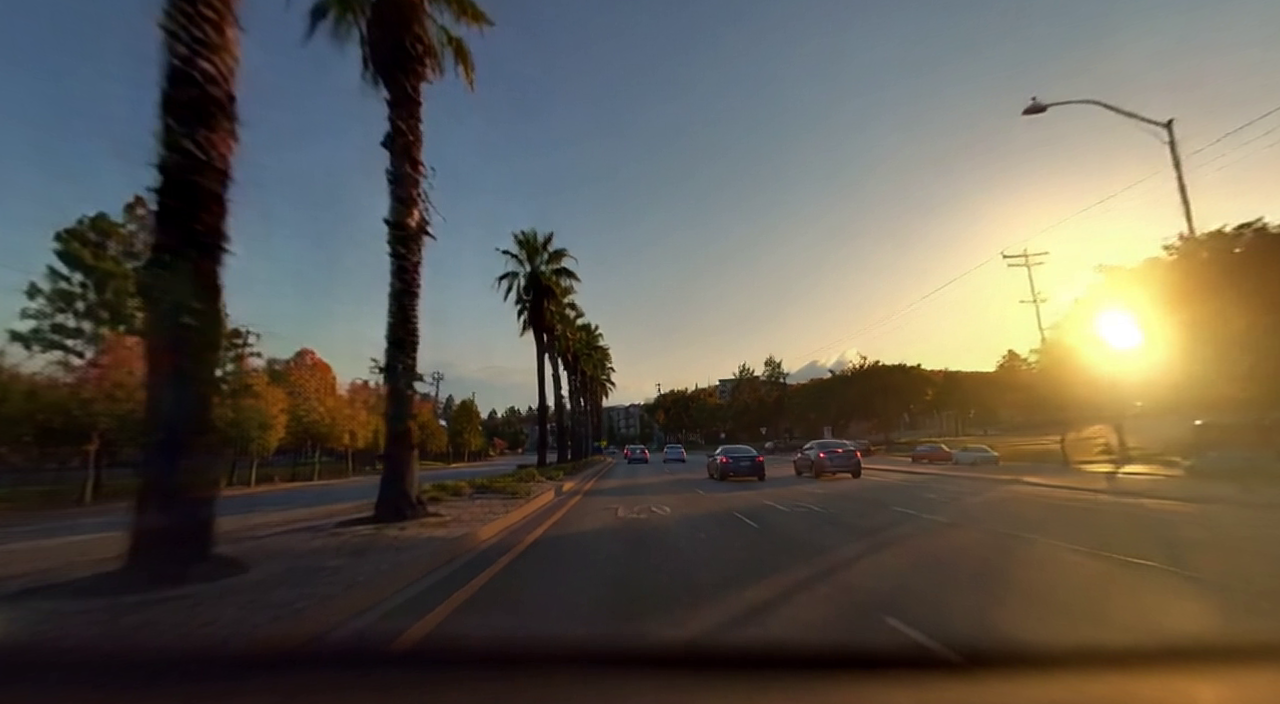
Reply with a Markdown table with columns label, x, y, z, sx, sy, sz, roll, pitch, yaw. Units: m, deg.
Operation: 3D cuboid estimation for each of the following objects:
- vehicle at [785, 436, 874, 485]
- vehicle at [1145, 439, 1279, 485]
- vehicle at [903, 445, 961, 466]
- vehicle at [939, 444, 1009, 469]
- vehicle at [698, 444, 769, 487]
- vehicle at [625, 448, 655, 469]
| label | x | y | z | sx | sy | sz | roll | pitch | yaw |
| --- | --- | --- | --- | --- | --- | --- | --- | --- | --- |
| vehicle | 7.023 | 4.059 | 23.918 | 1.916 | 1.646 | 4.258 | 0 | -9 | -1 |
| vehicle | 21.144 | 3.916 | 22.811 | 1.943 | 1.467 | 4.706 | 0 | -8 | 0 |
| vehicle | 20.961 | 7.440 | 45.535 | 1.844 | 1.464 | 4.546 | 0 | -9 | -2 |
| vehicle | 20.976 | 6.576 | 39.883 | 1.852 | 1.448 | 4.601 | 0 | -8 | -1 |
| vehicle | 3.444 | 4.269 | 24.091 | 1.875 | 1.452 | 4.453 | 0 | -9 | -2 |
| vehicle | -0.060 | 7.593 | 45.259 | 2.031 | 1.444 | 4.361 | 0 | -8 | -1 |
